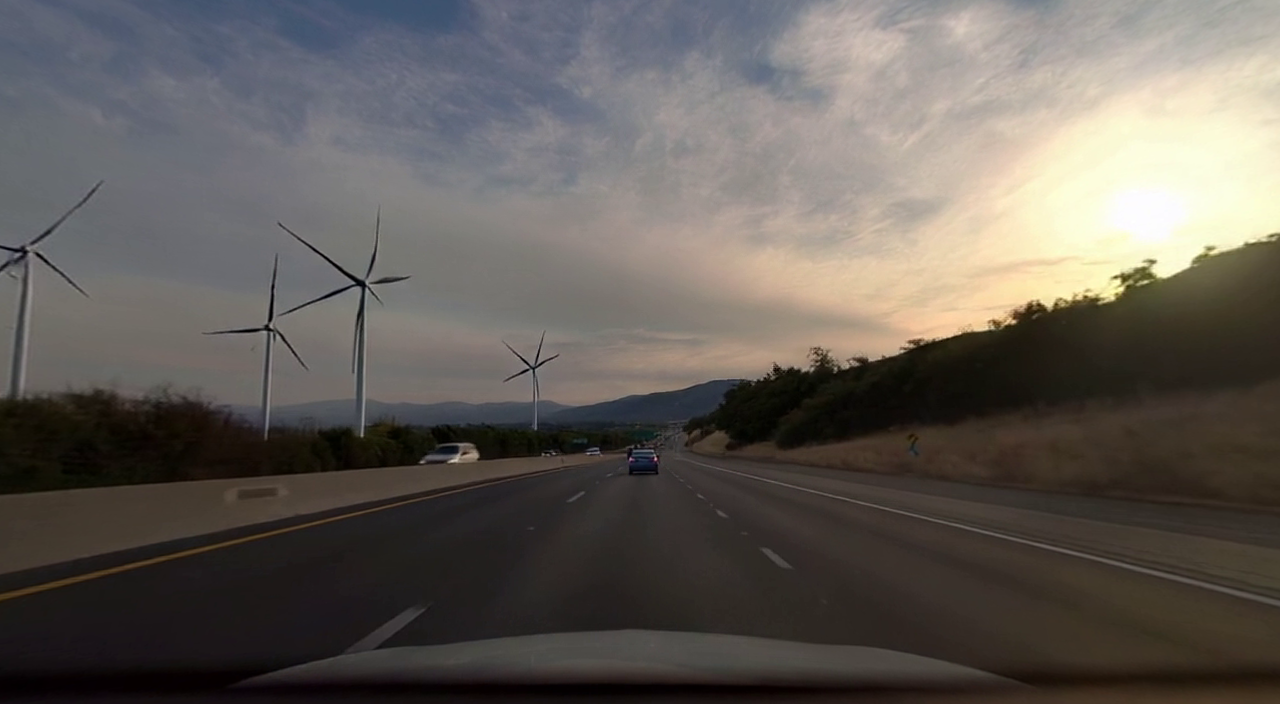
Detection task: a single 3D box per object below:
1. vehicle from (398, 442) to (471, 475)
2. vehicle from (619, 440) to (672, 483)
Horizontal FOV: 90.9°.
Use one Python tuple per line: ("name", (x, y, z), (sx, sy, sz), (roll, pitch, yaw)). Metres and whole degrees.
("vehicle", (-11.671, 6.089, 36.261), (2.201, 1.765, 5.378), (-1, -9, 2))
("vehicle", (0.208, 4.658, 26.975), (2.083, 1.653, 3.787), (0, -9, 0))
